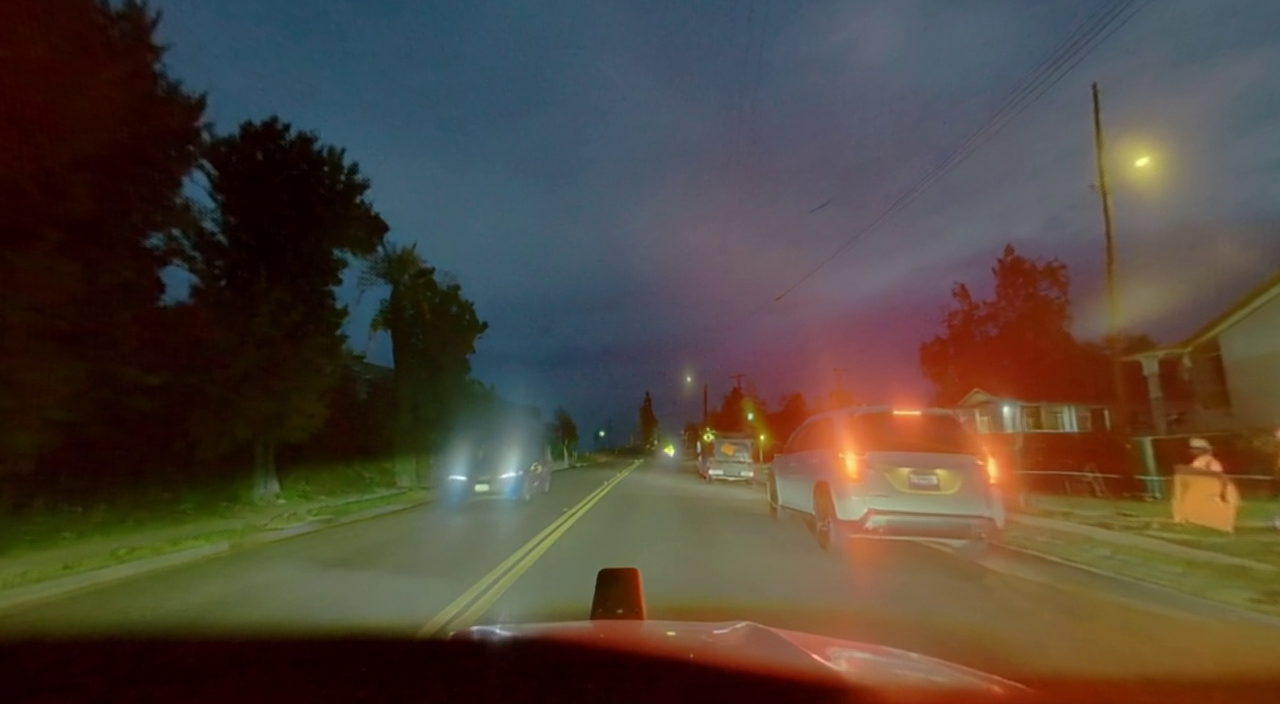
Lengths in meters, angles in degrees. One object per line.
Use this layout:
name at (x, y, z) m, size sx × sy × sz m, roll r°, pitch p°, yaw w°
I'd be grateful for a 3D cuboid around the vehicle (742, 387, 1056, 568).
vehicle at (3.529, 1.926, 10.554) m, size 2.759 × 2.114 × 6.152 m, roll 0°, pitch -9°, yaw 2°

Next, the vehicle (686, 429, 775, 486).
vehicle at (3.466, 4.244, 25.832) m, size 2.617 × 2.020 × 6.531 m, roll 0°, pitch -9°, yaw -1°

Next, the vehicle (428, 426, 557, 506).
vehicle at (-3.493, 2.799, 15.919) m, size 2.078 × 1.716 × 4.367 m, roll 0°, pitch -9°, yaw 1°
